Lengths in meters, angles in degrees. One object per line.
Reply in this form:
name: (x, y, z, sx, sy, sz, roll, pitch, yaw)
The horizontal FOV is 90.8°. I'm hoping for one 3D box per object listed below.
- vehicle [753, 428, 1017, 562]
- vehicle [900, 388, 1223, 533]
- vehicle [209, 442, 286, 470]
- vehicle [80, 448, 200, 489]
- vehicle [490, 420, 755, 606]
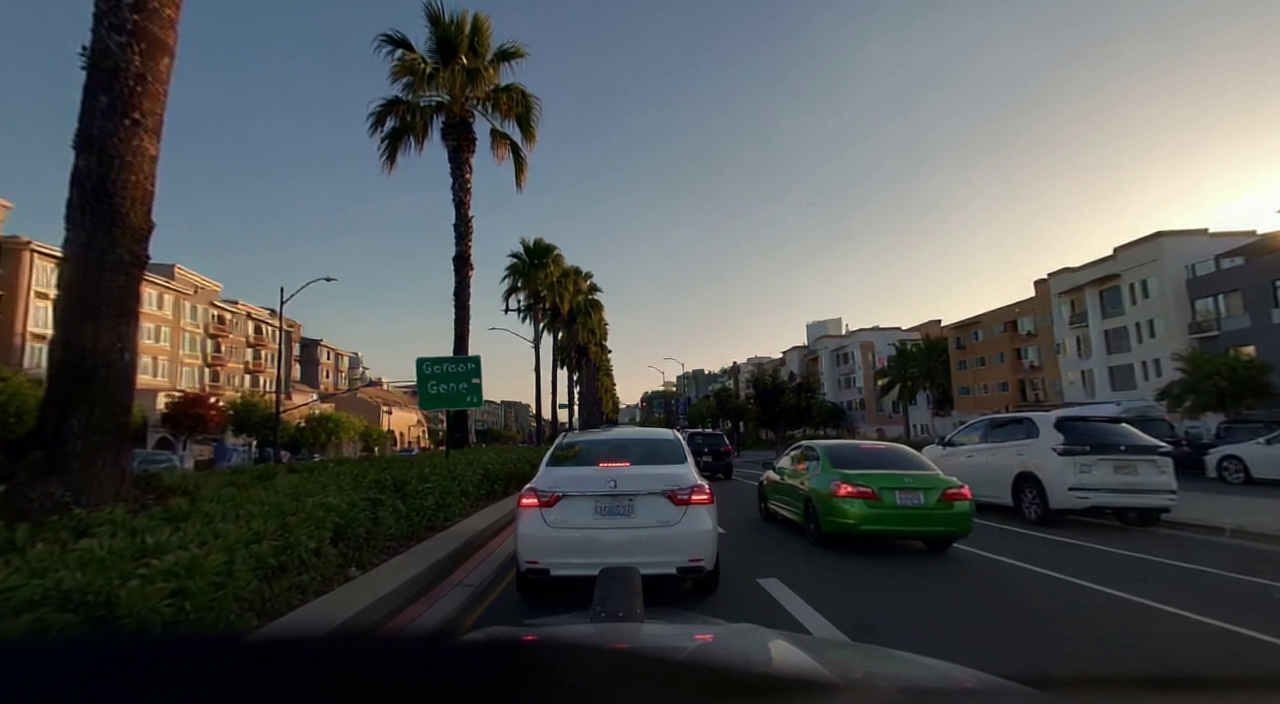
vehicle: (3.104, 1.906, 9.224, 1.925, 1.451, 4.436, 0, -8, -2)
vehicle: (7.208, 1.968, 11.920, 2.254, 2.072, 5.577, 0, -8, 1)
vehicle: (-28.299, 7.479, 45.810, 2.115, 1.884, 5.481, 0, -8, -1)
vehicle: (-20.404, 4.748, 26.014, 1.764, 1.510, 3.827, 0, -8, 0)
vehicle: (-0.155, 1.610, 7.195, 2.158, 1.498, 3.919, 0, -8, 0)
